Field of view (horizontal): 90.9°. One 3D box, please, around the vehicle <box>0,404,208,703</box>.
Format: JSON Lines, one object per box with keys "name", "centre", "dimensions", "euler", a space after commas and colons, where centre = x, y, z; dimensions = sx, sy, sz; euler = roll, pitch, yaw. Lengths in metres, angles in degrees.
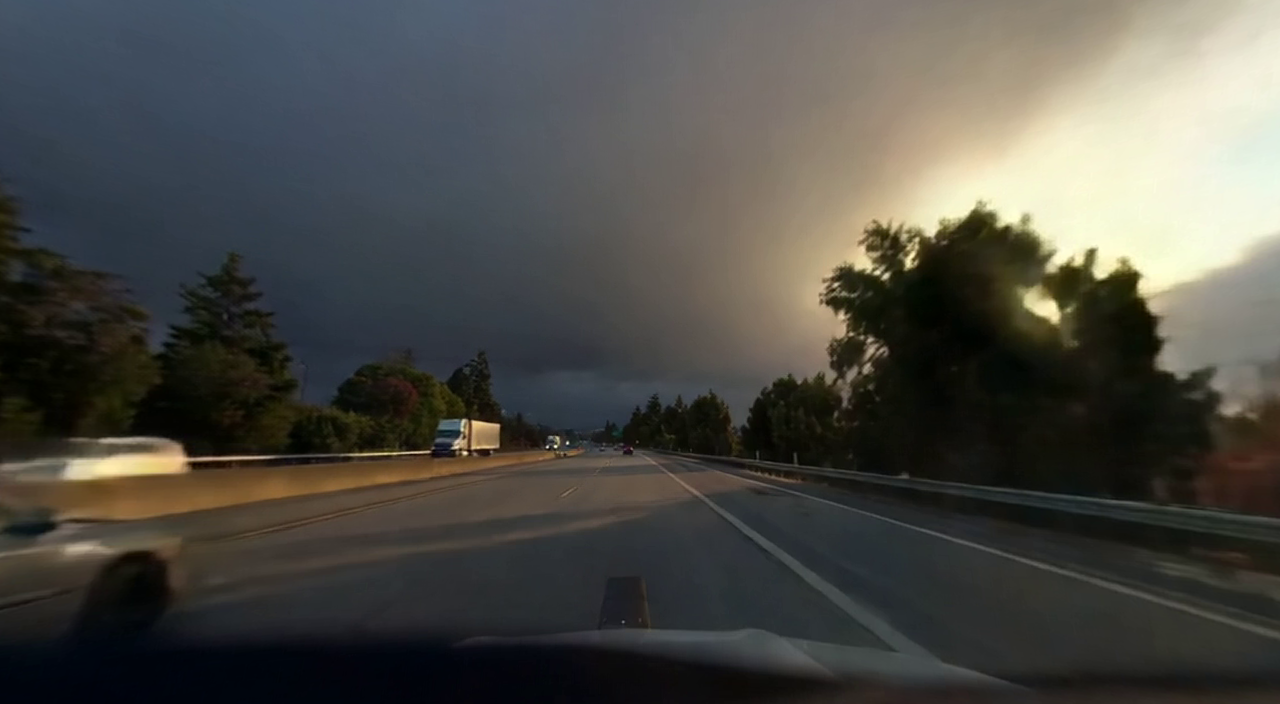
{"name": "vehicle", "centre": [-4.104, 0.884, 1.990], "dimensions": [2.083, 1.560, 4.713], "euler": [0, -9, 1]}
